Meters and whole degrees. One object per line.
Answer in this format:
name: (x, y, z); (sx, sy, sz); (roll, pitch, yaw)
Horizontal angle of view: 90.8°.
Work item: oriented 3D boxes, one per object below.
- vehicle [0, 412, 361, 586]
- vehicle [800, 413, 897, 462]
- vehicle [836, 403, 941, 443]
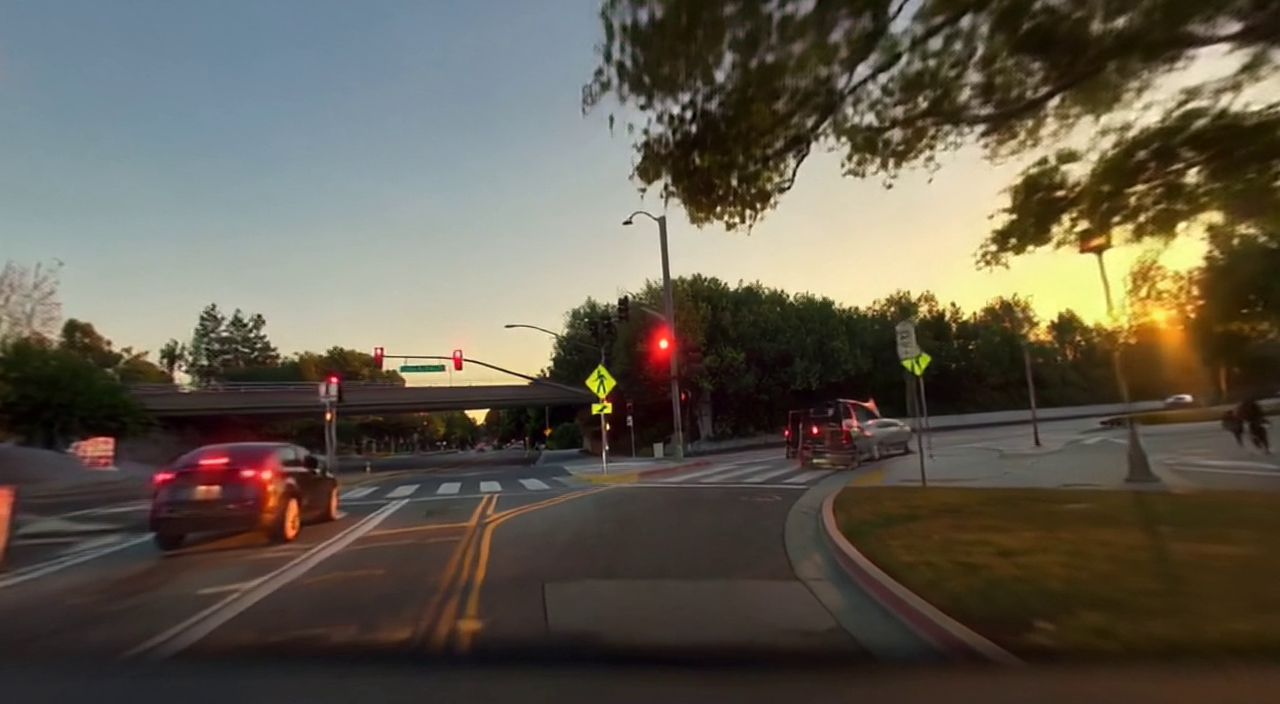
vehicle: (-5.796, 1.859, 9.138); (2.066, 1.672, 5.581); (2, -9, -12)
vehicle: (7.745, 3.164, 23.261); (1.908, 1.622, 4.166); (-7, -11, 39)
vehicle: (13.069, 3.770, 33.208); (5.144, 1.954, 2.122); (4, -9, -27)
